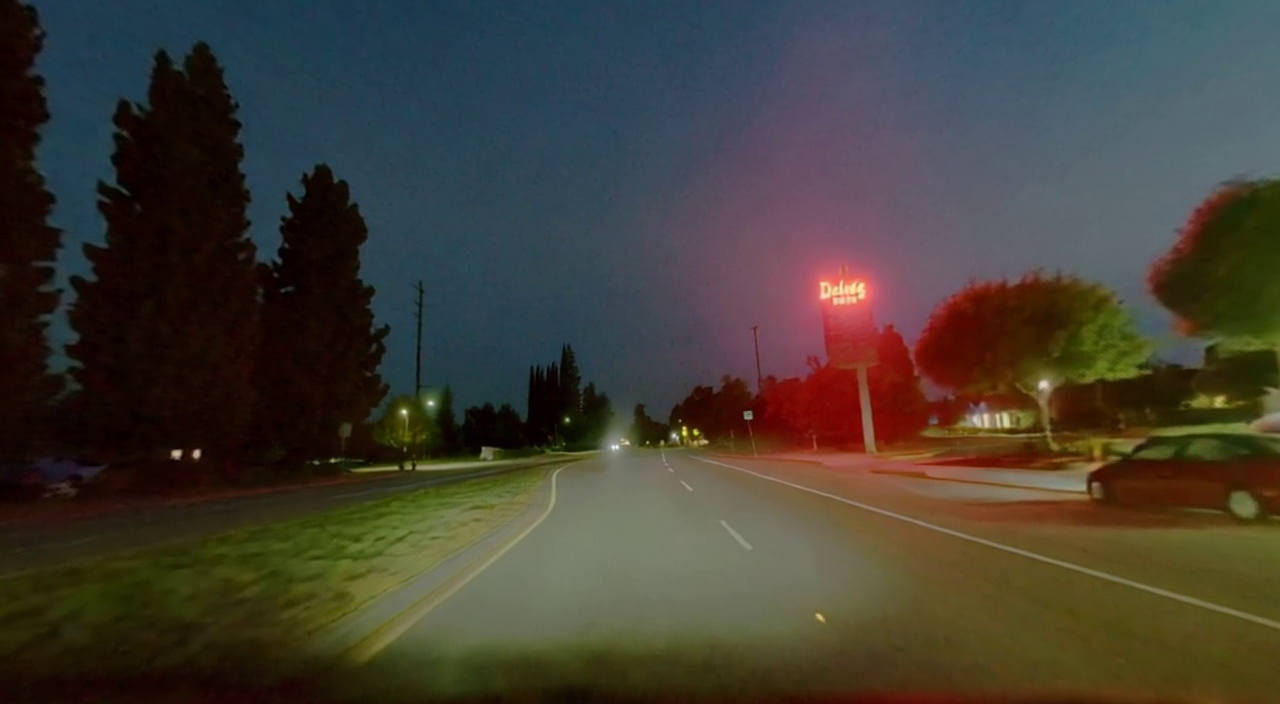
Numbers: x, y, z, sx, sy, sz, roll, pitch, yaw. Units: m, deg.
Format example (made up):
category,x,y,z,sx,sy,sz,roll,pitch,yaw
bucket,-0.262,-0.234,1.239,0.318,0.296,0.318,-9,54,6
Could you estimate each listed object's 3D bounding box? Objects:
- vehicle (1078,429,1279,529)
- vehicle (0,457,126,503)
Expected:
category,x,y,z,sx,sy,sz,roll,pitch,yaw
vehicle,10.329,2.110,10.960,2.034,1.437,4.728,0,-9,-1
vehicle,-30.266,6.441,32.414,2.326,1.944,6.466,1,-8,0
